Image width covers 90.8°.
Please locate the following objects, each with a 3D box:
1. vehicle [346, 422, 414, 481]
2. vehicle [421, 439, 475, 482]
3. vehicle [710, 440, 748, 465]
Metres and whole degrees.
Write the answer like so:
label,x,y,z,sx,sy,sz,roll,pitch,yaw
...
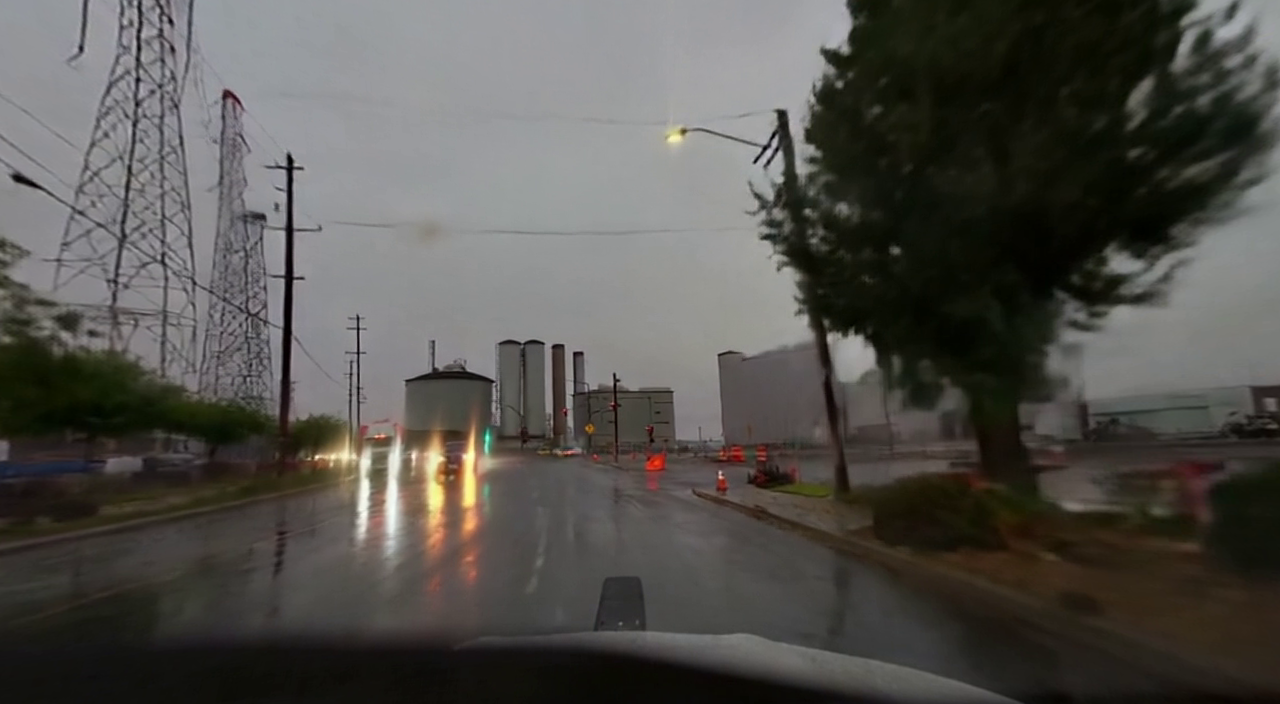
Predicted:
label,x,y,z,sx,sy,sz,roll,pitch,yaw
vehicle,-15.449,5.957,38.096,2.905,3.133,7.675,2,-9,-17
vehicle,-8.680,4.922,28.932,2.079,1.770,4.684,2,-9,-14
vehicle,5.704,6.464,40.826,1.829,1.487,4.352,0,-9,0
